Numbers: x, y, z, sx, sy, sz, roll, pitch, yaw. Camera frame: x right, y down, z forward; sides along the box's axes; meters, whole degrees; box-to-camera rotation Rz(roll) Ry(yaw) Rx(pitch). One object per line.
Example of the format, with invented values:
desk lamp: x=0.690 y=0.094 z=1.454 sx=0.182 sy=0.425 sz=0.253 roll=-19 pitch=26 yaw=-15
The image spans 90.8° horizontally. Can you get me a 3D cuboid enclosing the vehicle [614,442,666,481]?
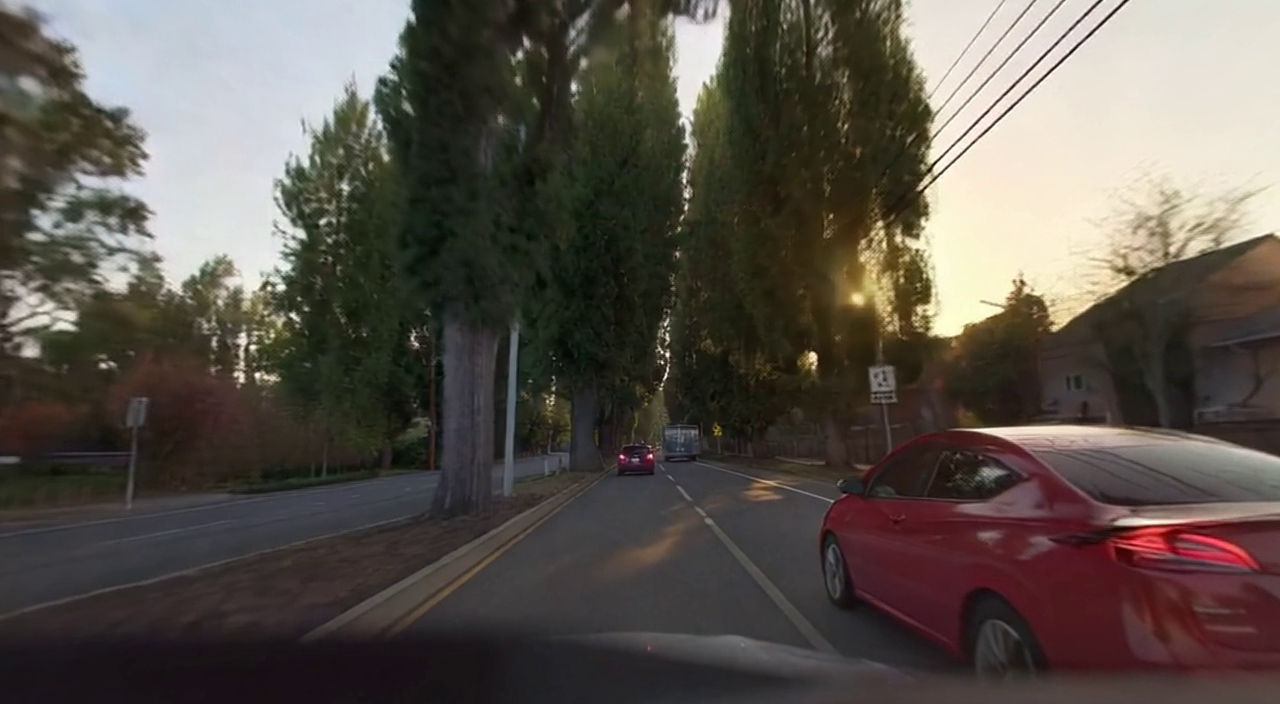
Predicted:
vehicle: x=-0.035 y=4.584 z=26.673 sx=2.018 sy=1.511 sz=3.993 roll=0 pitch=-8 yaw=-1
